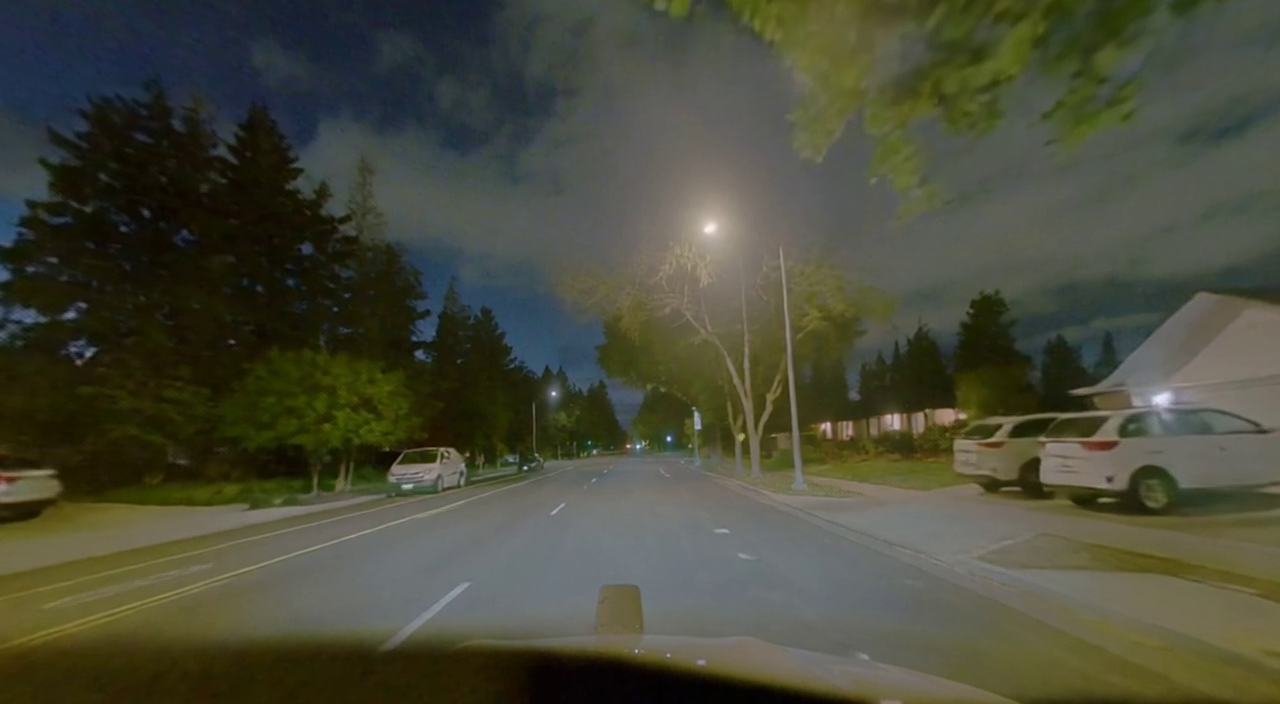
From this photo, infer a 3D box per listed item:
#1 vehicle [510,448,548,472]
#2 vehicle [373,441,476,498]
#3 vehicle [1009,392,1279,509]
[{"bbox_3d":[-7.959,7.768,45.582,1.880,1.469,4.221,-4,-9,1],"label":"vehicle"},{"bbox_3d":[-7.821,4.266,23.460,2.122,1.739,4.770,-4,-8,0],"label":"vehicle"},{"bbox_3d":[8.929,1.589,10.296,4.535,1.697,1.968,0,-9,0],"label":"vehicle"}]
